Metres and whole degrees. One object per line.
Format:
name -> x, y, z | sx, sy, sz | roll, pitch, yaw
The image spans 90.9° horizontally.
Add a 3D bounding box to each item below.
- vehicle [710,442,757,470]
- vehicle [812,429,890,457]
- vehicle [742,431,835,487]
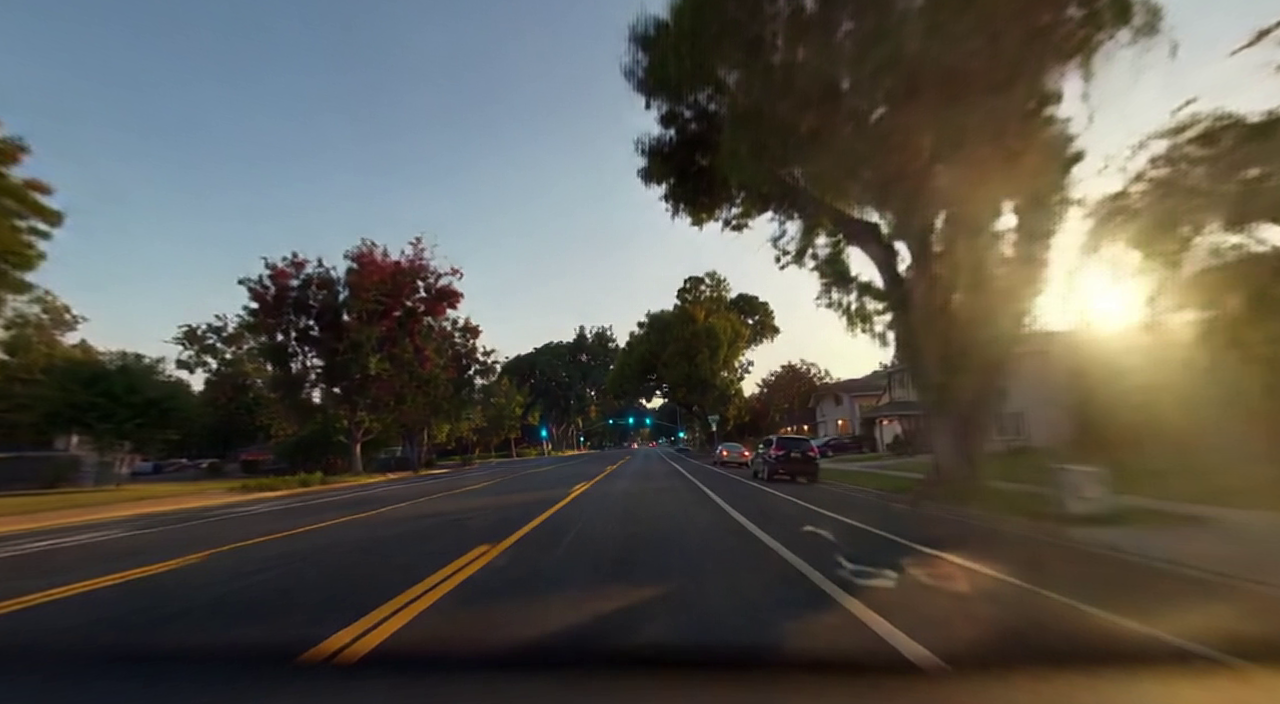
vehicle -> 5.265, 5.925, 36.127 | 1.995, 1.472, 4.884 | 0, -8, 0
vehicle -> 13.620, 5.919, 40.908 | 4.283, 1.750, 2.227 | 0, -9, 4
vehicle -> 5.021, 3.683, 22.012 | 2.069, 1.743, 4.595 | 0, -8, -1
